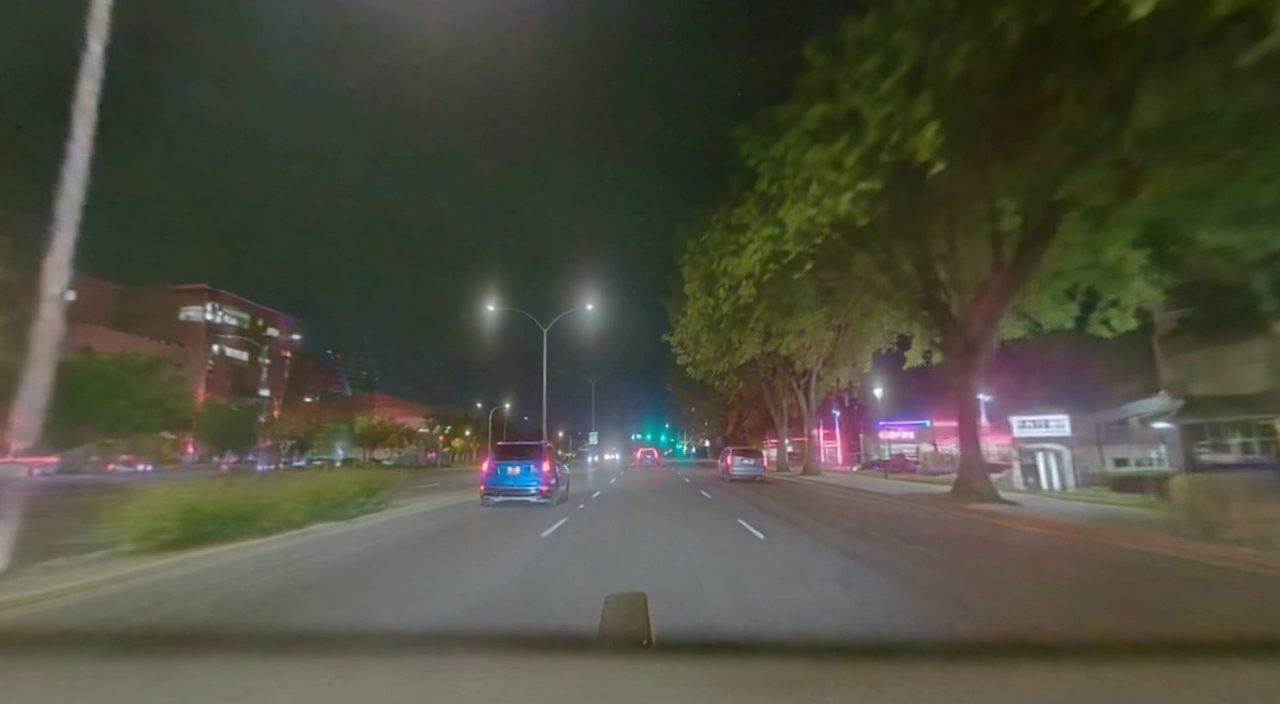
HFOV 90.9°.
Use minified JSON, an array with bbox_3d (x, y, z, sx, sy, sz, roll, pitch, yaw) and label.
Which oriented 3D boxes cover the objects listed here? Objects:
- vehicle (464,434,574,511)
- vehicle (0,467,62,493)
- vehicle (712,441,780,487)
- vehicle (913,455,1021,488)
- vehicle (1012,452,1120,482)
[{"bbox_3d":[-3.121,3.209,17.295,2.047,1.810,4.414,0,-9,1],"label":"vehicle"},{"bbox_3d":[-38.878,8.099,40.099,3.857,1.463,1.808,-5,-10,28],"label":"vehicle"},{"bbox_3d":[4.422,4.732,26.964,2.083,1.779,4.347,0,-9,-1],"label":"vehicle"},{"bbox_3d":[16.797,6.132,32.557,4.479,1.445,1.946,-1,-8,-2],"label":"vehicle"},{"bbox_3d":[29.371,7.907,43.587,5.672,1.918,2.236,0,-9,4],"label":"vehicle"}]
